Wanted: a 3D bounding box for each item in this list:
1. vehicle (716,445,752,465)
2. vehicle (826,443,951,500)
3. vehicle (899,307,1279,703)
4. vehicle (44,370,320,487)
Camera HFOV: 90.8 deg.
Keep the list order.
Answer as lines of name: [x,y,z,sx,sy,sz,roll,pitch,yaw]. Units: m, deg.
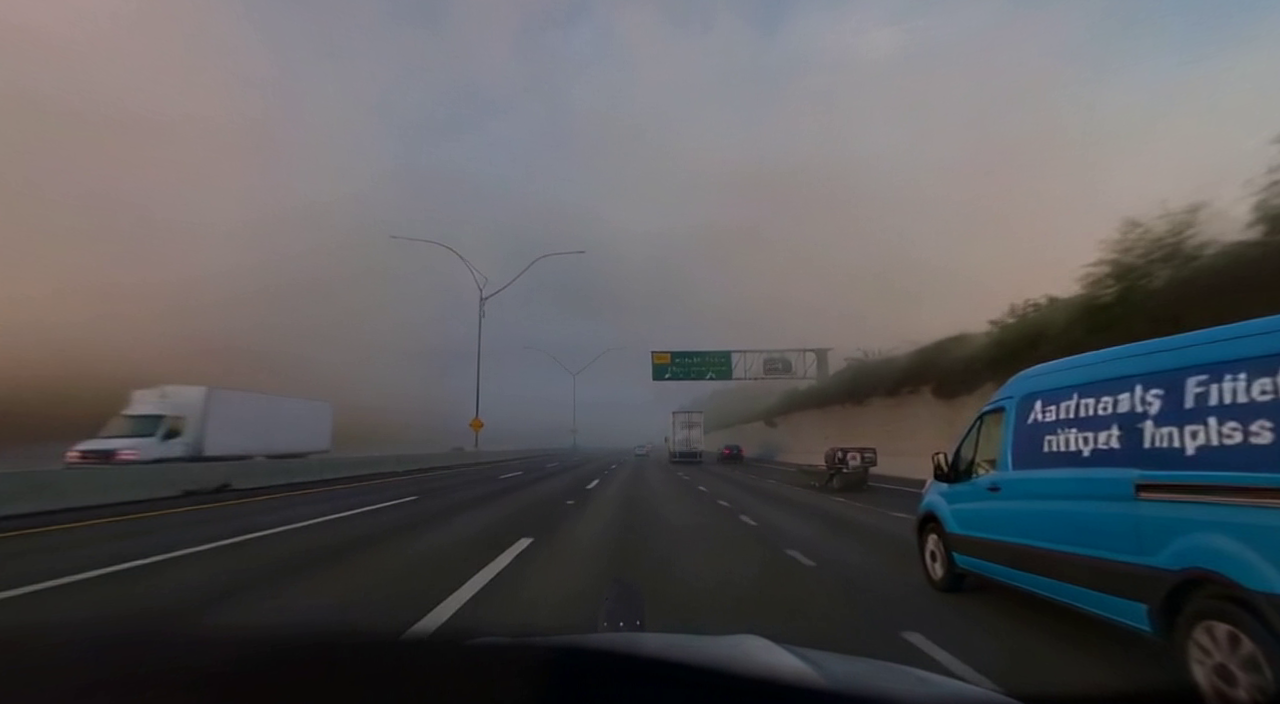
vehicle: [7.299,8.044,49.417,2.008,1.471,4.591,0,-9,-1]
vehicle: [7.134,3.444,18.710,1.837,1.452,4.414,0,-9,-1]
vehicle: [3.684,0.981,3.941,2.035,1.931,4.841,0,-9,0]
vehicle: [-17.275,3.215,25.518,2.999,3.721,10.788,0,-9,0]
